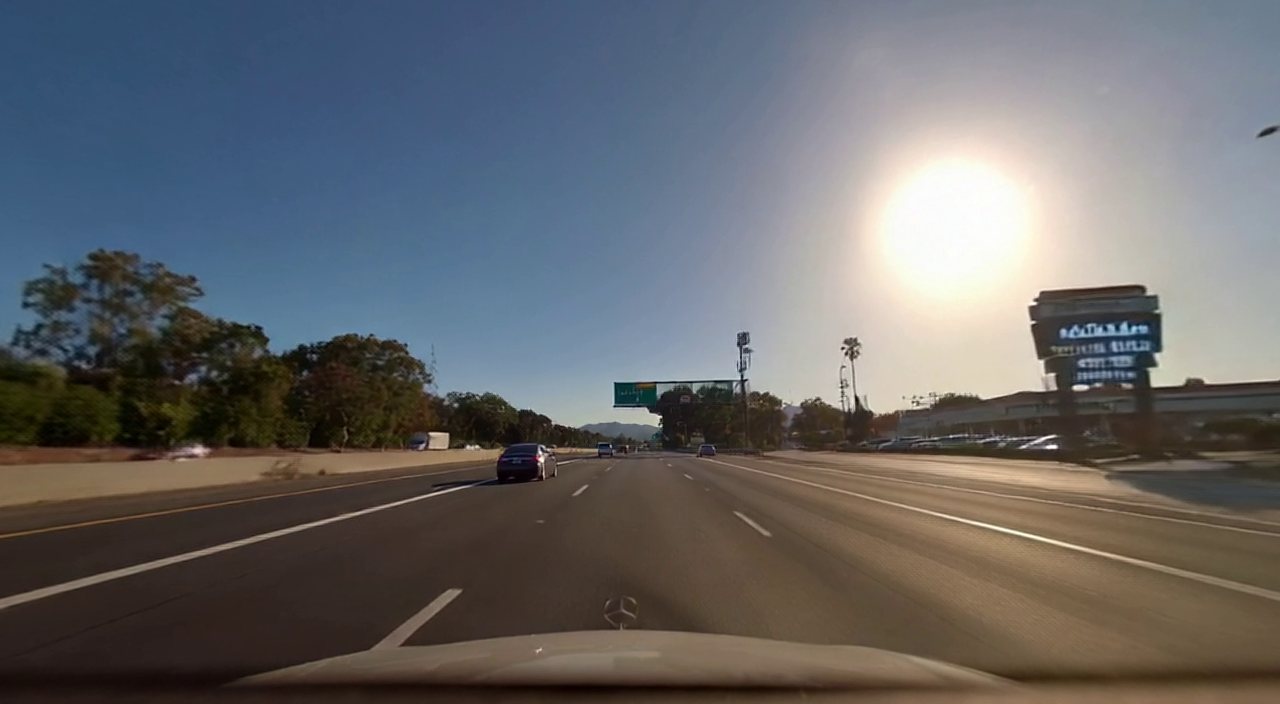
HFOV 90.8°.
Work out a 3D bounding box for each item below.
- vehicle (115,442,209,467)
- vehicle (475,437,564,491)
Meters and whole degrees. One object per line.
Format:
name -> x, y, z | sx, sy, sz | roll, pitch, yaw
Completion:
vehicle -> -34.004, 7.291, 45.168 | 2.160, 1.680, 5.783 | 0, -8, 1
vehicle -> -3.683, 3.481, 20.067 | 1.939, 1.508, 4.272 | 0, -8, 1
